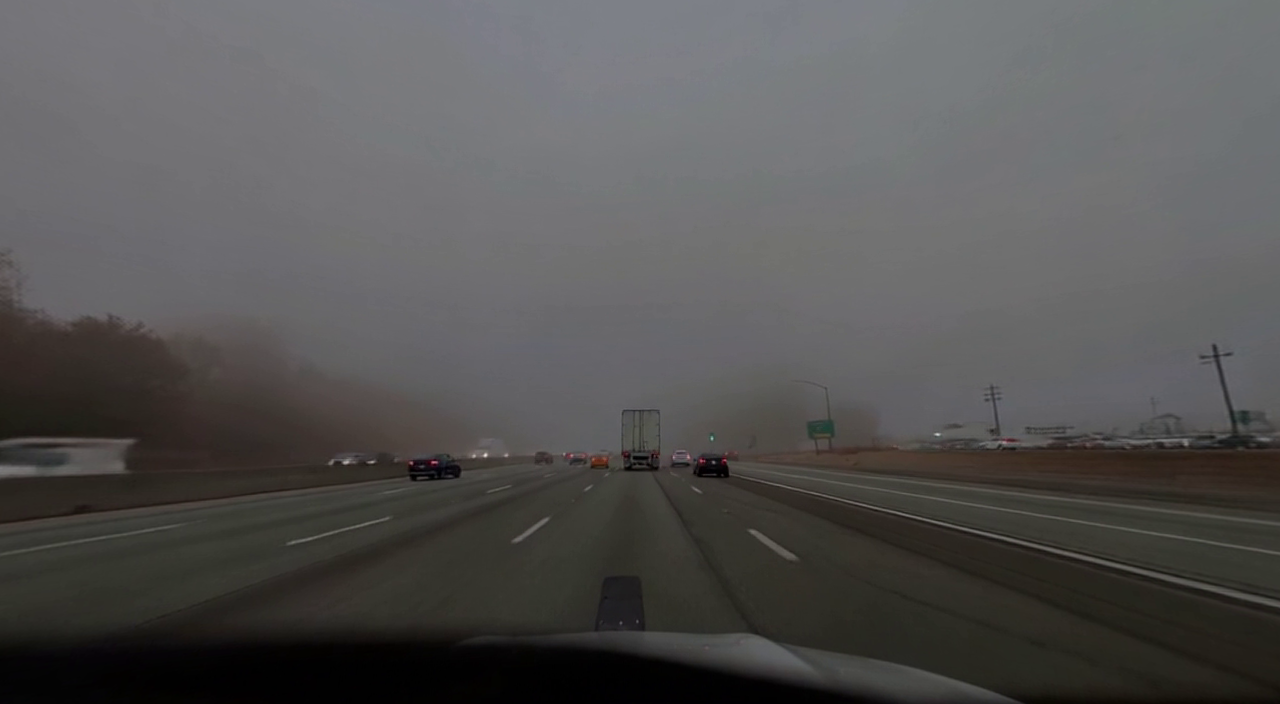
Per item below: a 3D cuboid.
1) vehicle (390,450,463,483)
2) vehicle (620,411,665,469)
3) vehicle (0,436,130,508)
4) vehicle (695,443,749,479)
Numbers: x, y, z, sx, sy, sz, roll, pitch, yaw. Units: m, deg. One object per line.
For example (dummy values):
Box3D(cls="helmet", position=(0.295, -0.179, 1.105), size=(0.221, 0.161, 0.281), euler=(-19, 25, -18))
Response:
Box3D(cls="vehicle", position=(-10.617, 5.695, 31.644), size=(2.015, 1.521, 4.550), euler=(0, -9, 1))
Box3D(cls="vehicle", position=(0.342, 6.791, 48.286), size=(3.012, 3.928, 10.262), euler=(0, -9, 2))
Box3D(cls="vehicle", position=(-17.065, 3.247, 17.332), size=(2.130, 1.783, 4.698), euler=(0, -9, -2))
Box3D(cls="vehicle", position=(4.080, 5.506, 32.022), size=(2.107, 1.707, 4.445), euler=(0, -9, 0))
